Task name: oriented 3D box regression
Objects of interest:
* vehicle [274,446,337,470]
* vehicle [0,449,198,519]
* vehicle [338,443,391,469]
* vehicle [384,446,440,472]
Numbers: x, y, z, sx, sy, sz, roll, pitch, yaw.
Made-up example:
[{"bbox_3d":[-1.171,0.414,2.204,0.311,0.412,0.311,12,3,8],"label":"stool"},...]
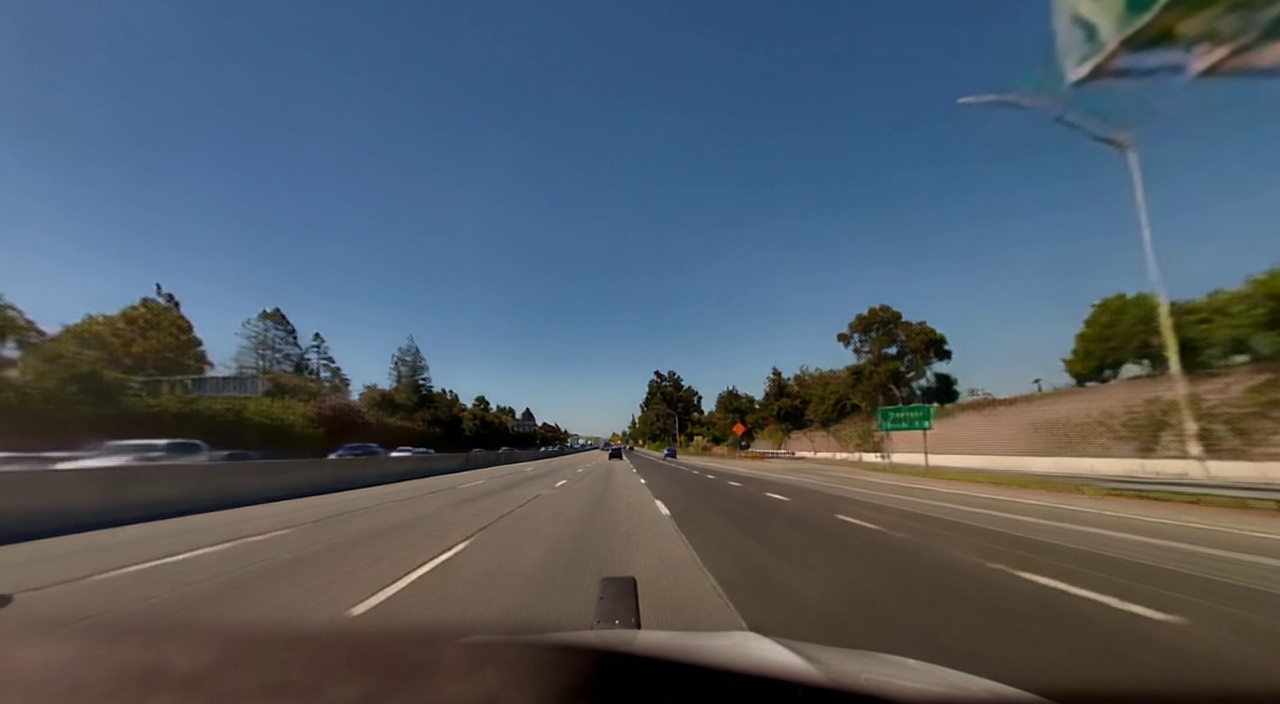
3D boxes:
[{"bbox_3d":[-24.275,7.704,46.069,2.085,1.655,4.713,0,-9,-2],"label":"vehicle"},{"bbox_3d":[-13.219,3.108,15.396,1.881,1.427,4.211,0,-9,-1],"label":"vehicle"},{"bbox_3d":[-20.421,7.700,47.013,1.926,1.769,4.800,0,-9,-2],"label":"vehicle"},{"bbox_3d":[-13.806,6.505,38.530,1.903,1.484,4.320,0,-9,-1],"label":"vehicle"}]
